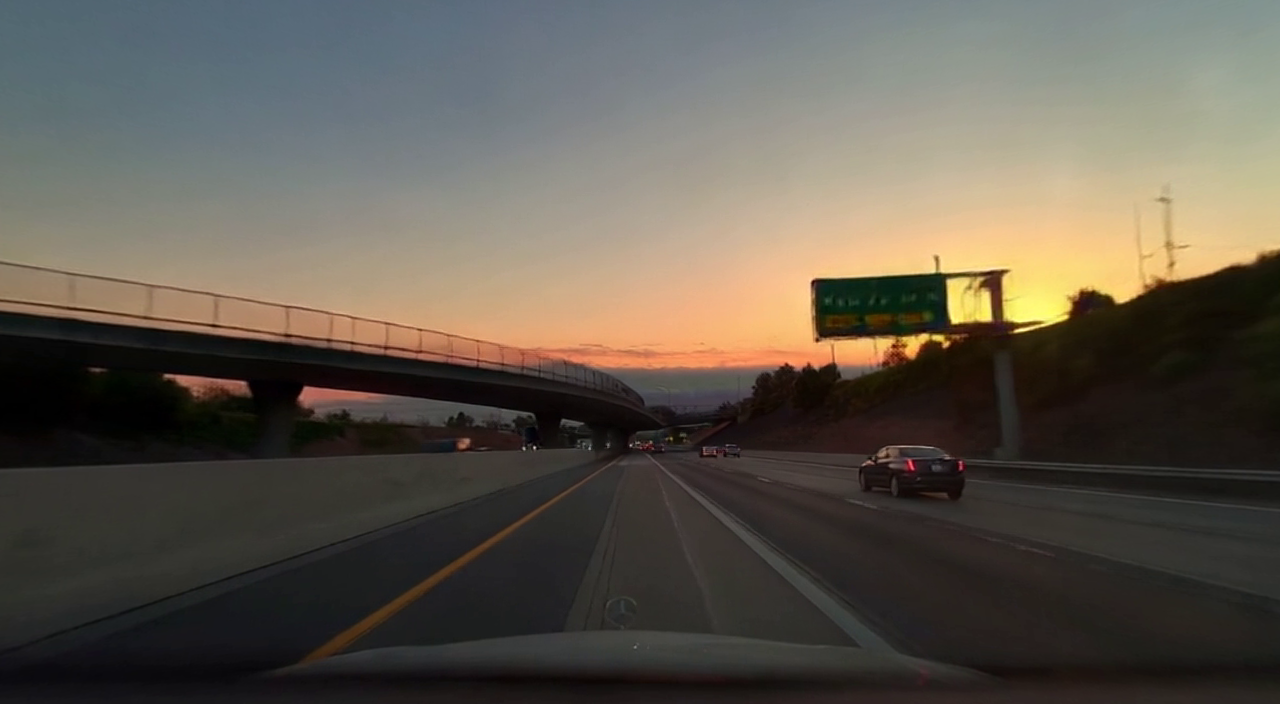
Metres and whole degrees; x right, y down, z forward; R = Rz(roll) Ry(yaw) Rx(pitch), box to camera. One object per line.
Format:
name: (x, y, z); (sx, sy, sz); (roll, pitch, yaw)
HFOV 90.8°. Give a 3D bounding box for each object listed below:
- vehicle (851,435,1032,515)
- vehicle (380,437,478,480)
vehicle: (6.760, 2.789, 14.904); (1.901, 1.548, 4.684); (0, -9, -1)
vehicle: (-10.067, 5.138, 30.876); (2.604, 1.870, 6.191); (0, -9, 0)
